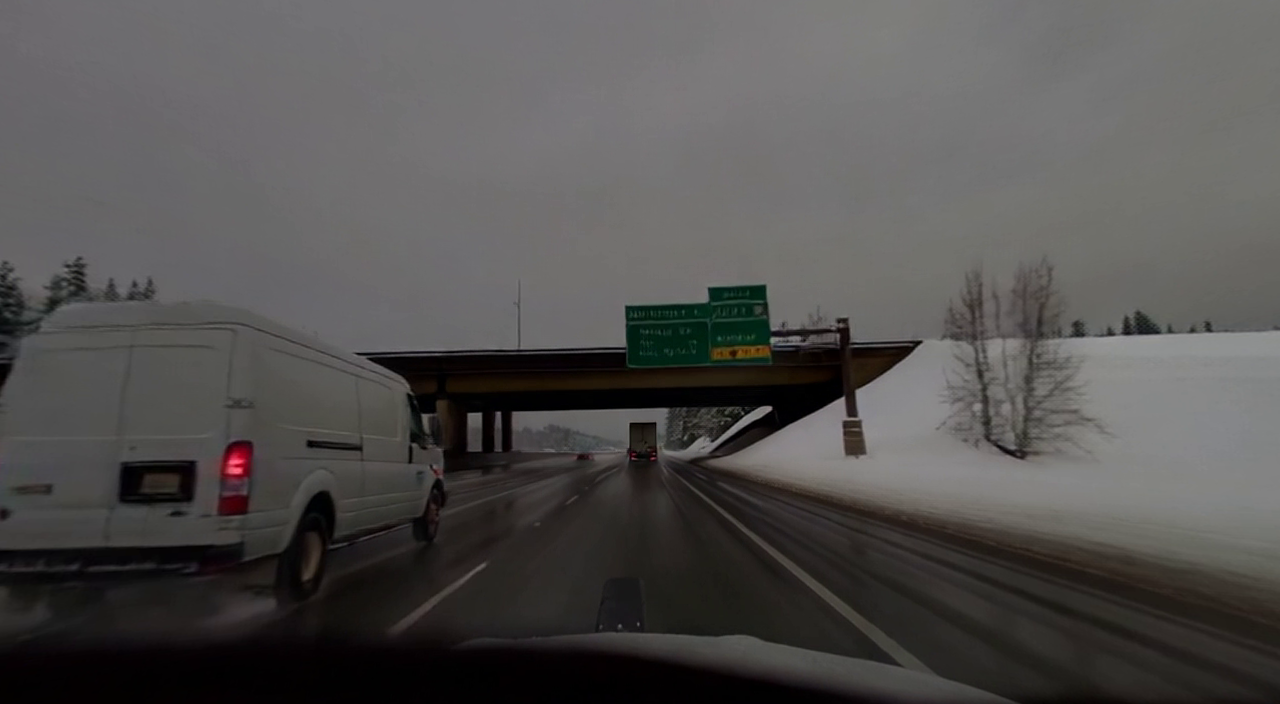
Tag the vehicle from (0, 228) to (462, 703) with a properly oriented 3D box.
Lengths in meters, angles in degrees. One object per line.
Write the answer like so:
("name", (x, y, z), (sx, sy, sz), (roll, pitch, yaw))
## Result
("vehicle", (-3.911, 1.078, 6.339), (2.504, 2.694, 5.934), (0, -9, 0))
